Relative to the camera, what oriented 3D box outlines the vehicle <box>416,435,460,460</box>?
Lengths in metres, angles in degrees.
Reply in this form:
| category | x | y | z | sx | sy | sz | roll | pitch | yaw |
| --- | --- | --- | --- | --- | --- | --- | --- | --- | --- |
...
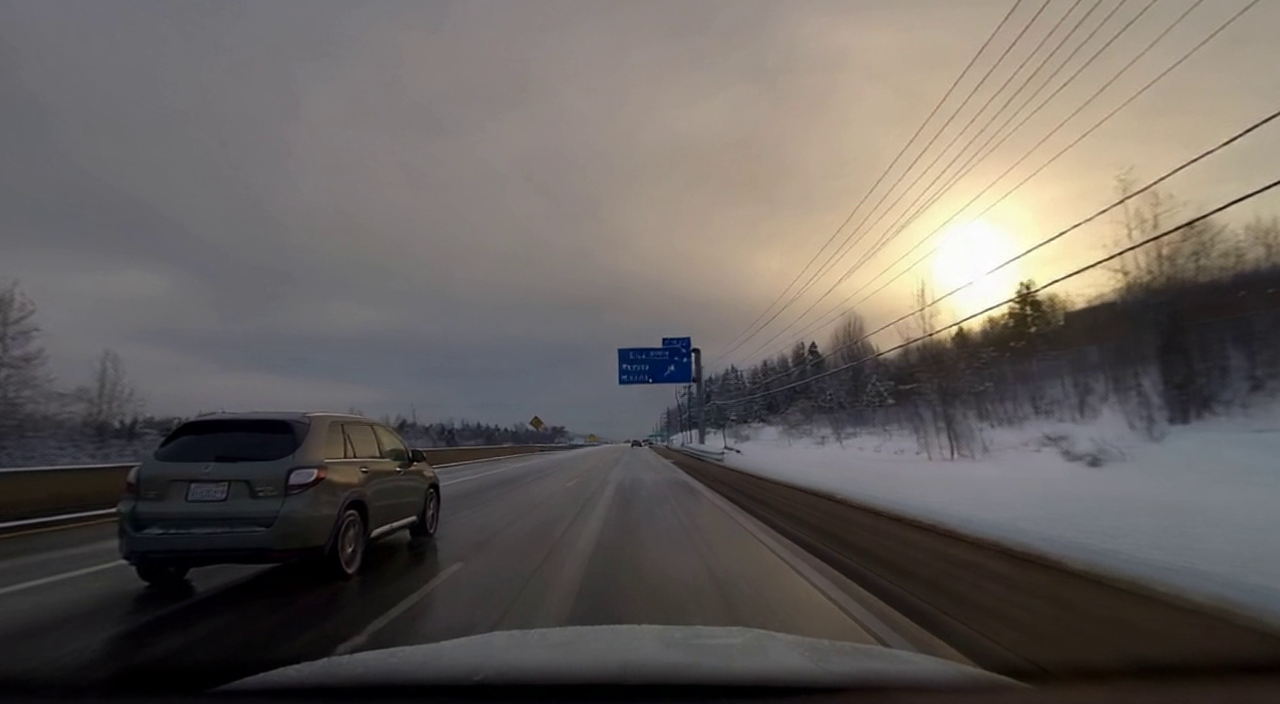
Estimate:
| category | x | y | z | sx | sy | sz | roll | pitch | yaw |
| --- | --- | --- | --- | --- | --- | --- | --- | --- | --- |
| vehicle | -15.119 | 7.147 | 47.419 | 1.828 | 1.770 | 4.609 | 0 | -8 | -1 |
